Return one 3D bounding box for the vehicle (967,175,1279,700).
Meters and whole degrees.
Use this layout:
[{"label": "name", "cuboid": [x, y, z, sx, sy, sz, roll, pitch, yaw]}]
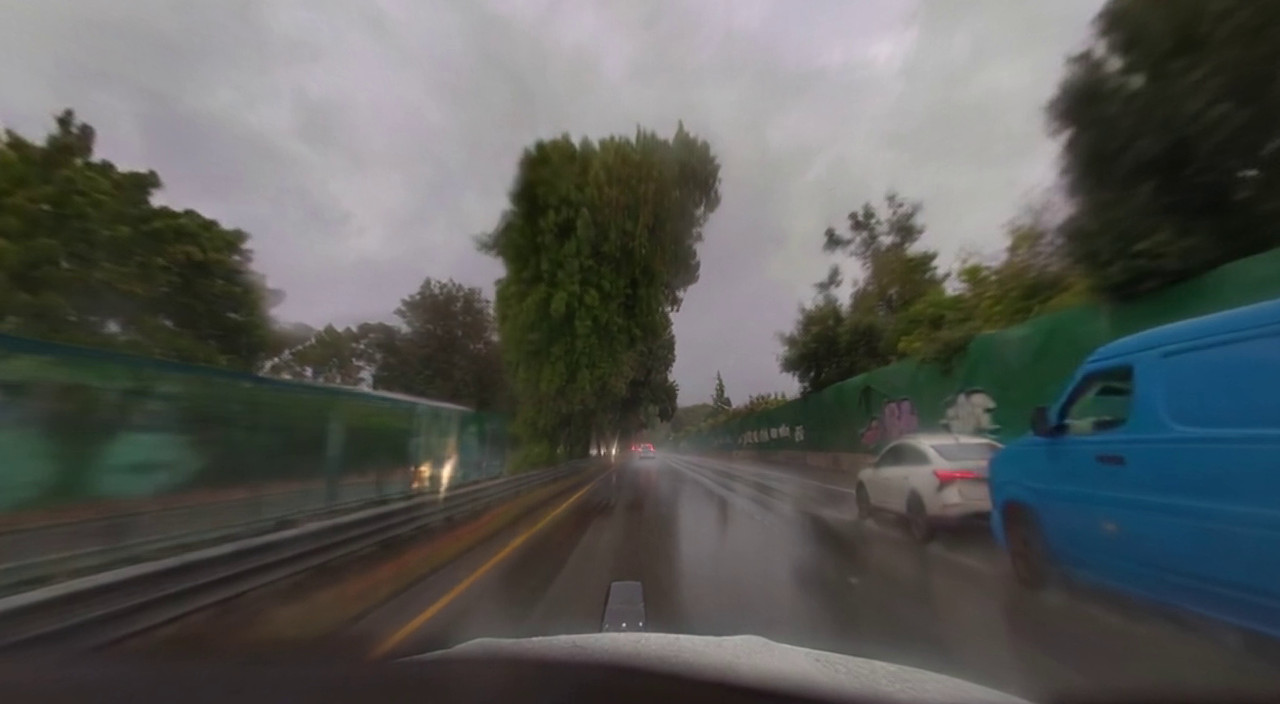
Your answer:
[{"label": "vehicle", "cuboid": [4.643, 0.342, 2.613, 2.712, 2.659, 6.992, 0, -8, -1]}]
